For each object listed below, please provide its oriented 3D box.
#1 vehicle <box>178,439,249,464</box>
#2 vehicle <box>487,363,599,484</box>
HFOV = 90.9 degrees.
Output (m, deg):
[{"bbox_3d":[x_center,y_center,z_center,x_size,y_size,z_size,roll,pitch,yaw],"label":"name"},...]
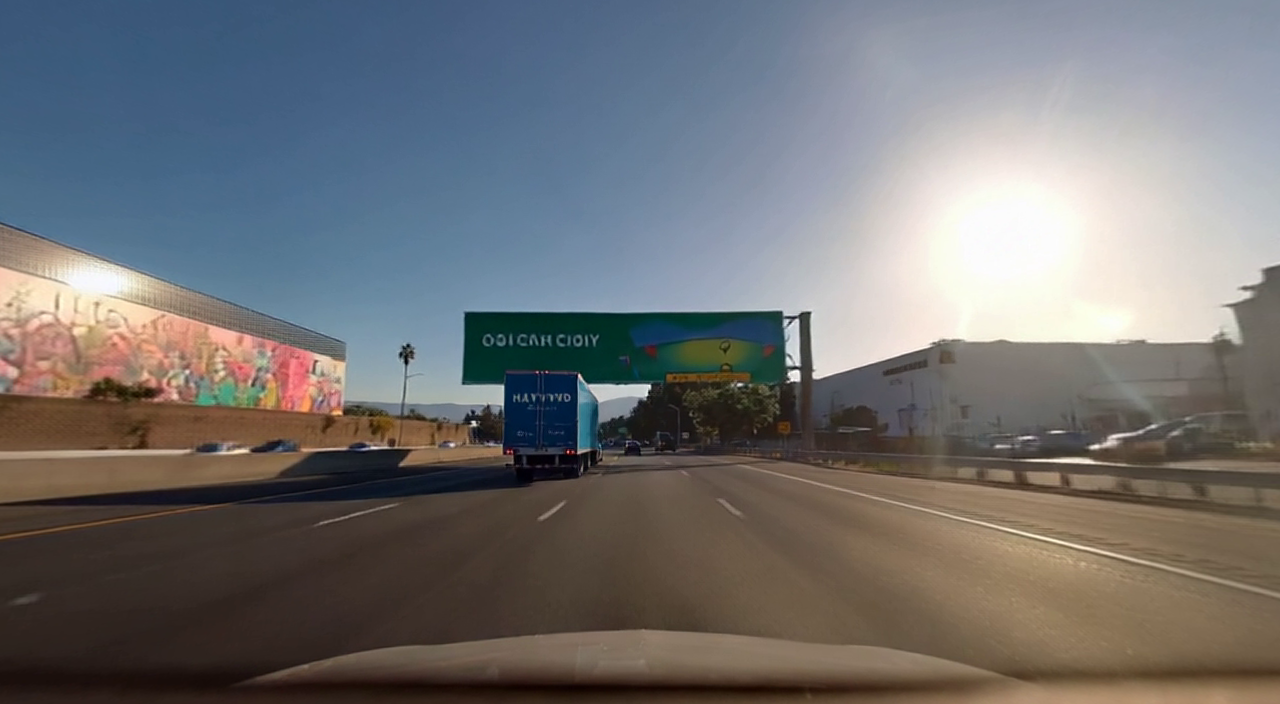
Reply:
[{"bbox_3d":[-29.530,6.889,43.829,1.757,1.592,4.390,-1,-8,3],"label":"vehicle"},{"bbox_3d":[-3.622,2.924,26.101,2.977,4.048,8.890,2,-6,1],"label":"vehicle"}]
